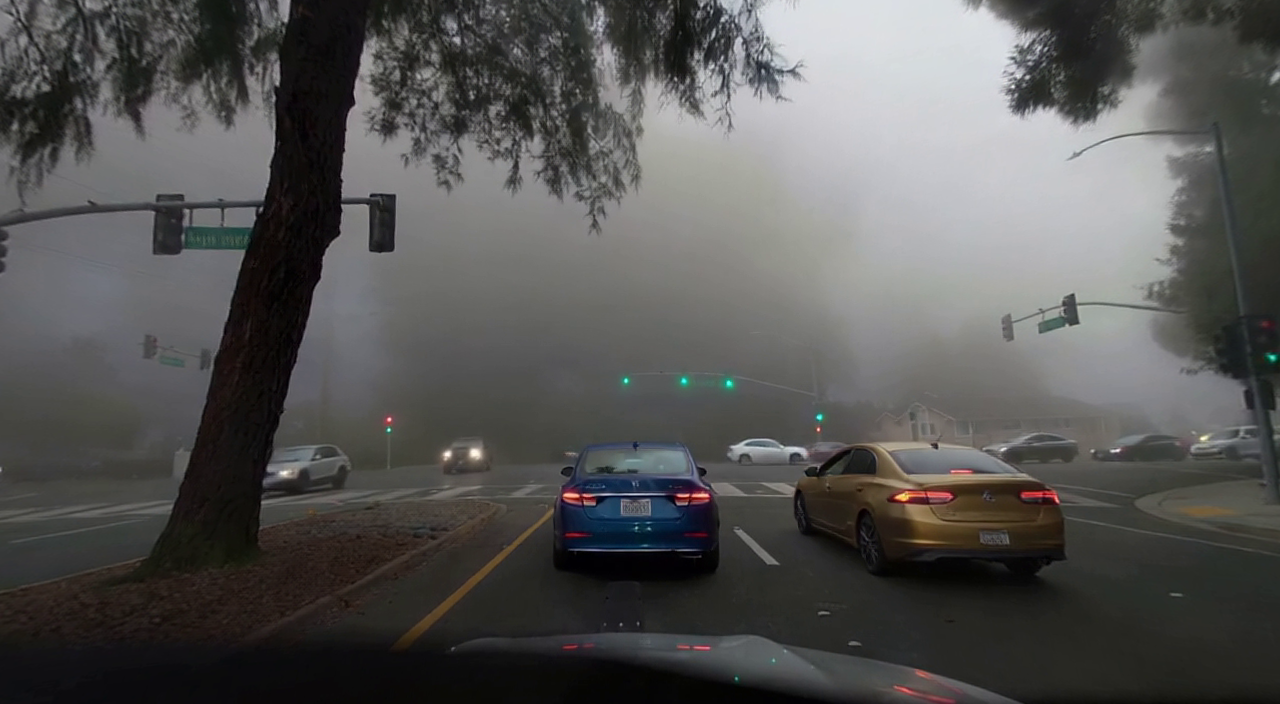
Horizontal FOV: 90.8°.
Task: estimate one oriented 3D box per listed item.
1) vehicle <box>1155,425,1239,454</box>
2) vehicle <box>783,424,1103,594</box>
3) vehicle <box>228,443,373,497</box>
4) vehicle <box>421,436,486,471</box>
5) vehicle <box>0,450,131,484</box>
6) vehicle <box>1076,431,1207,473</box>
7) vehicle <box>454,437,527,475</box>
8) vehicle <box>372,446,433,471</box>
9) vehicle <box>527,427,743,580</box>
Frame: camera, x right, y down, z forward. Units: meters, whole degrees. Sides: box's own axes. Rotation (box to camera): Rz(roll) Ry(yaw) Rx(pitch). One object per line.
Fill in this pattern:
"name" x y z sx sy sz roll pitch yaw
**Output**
"vehicle" 41.684 6.580 47.356 4.388 2.079 1.960 0 -8 -3
"vehicle" 3.183 1.716 7.772 1.913 1.505 4.097 0 -8 0
"vehicle" -11.375 3.966 21.724 2.102 1.531 5.072 -2 -9 2
"vehicle" -11.039 6.030 37.805 2.376 1.916 4.899 0 -8 0
"vehicle" -28.131 5.609 31.042 4.538 1.591 1.949 0 -8 1
"vehicle" 23.962 4.774 30.299 4.520 1.762 2.005 -1 -8 -1
"vehicle" -7.437 5.224 32.001 2.383 1.779 4.973 0 -8 1
"vehicle" -16.864 7.589 45.132 1.893 1.658 4.474 -2 -9 11
"vehicle" -0.064 1.783 8.258 2.103 1.478 4.073 0 -8 -1
